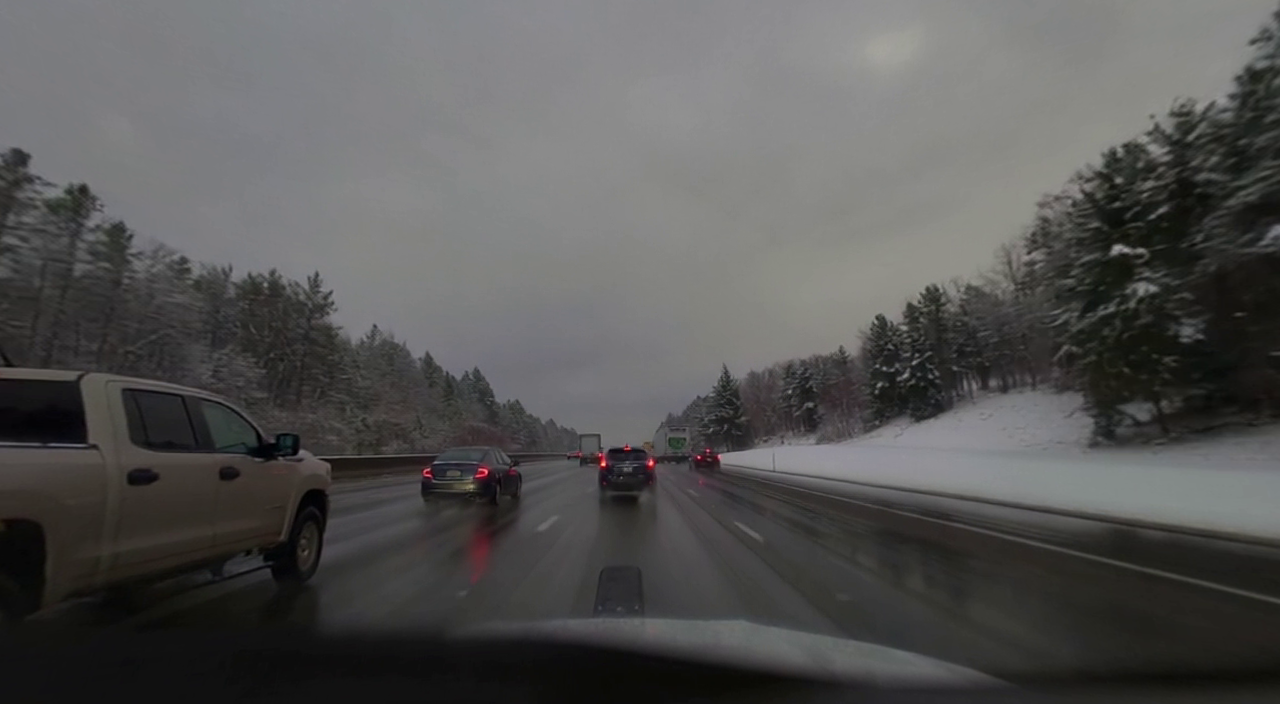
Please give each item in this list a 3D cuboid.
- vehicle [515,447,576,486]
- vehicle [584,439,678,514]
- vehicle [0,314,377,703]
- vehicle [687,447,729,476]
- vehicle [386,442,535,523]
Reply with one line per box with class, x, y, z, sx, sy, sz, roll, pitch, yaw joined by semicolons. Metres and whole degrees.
vehicle;-3.949;4.853;27.026;1.999;1.484;4.269;0;-9;-1
vehicle;-0.204;2.931;15.228;1.996;1.574;3.426;0;-9;0
vehicle;-3.897;1.003;4.076;2.243;1.889;4.949;0;-9;0
vehicle;3.756;6.101;35.410;1.858;1.537;3.838;0;-9;-1
vehicle;-3.730;2.792;14.044;1.988;1.501;4.438;0;-9;0
